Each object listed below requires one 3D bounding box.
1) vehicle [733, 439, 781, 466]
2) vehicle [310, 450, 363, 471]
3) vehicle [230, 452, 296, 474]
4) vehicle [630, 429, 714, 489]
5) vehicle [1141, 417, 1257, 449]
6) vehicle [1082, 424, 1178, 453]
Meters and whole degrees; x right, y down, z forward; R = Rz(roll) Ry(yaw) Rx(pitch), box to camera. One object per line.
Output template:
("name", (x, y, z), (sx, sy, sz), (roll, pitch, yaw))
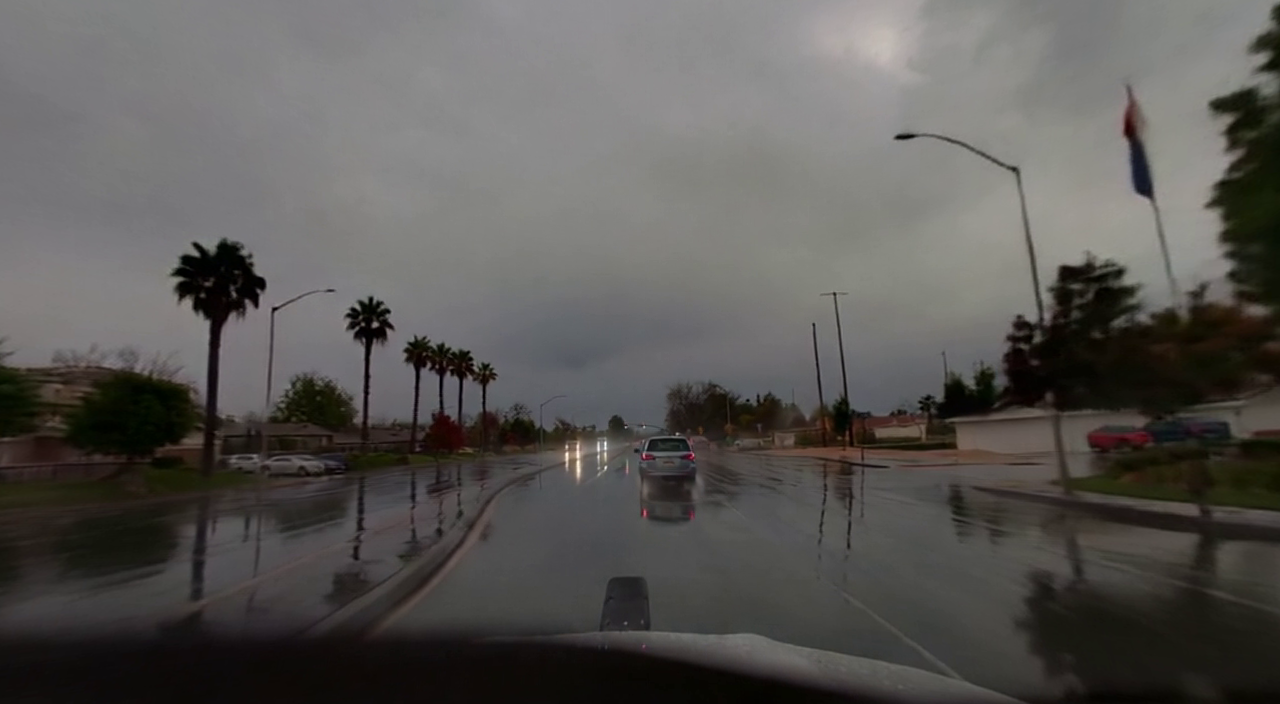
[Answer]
("vehicle", (6.645, 5.747, 36.230), (1.897, 1.477, 4.360), (0, -8, -1))
("vehicle", (-23.400, 8.335, 48.749), (1.834, 1.499, 4.346), (0, -8, 1))
("vehicle", (-26.388, 7.764, 44.350), (1.813, 1.452, 4.619), (0, -8, 0))
("vehicle", (0.875, 3.316, 19.874), (2.289, 1.679, 4.180), (0, -8, -2))
("vehicle", (32.754, 4.831, 37.128), (1.946, 1.740, 4.813), (1, -9, -10))
("vehicle", (27.641, 4.933, 35.728), (1.781, 1.520, 3.979), (2, -9, -13))
